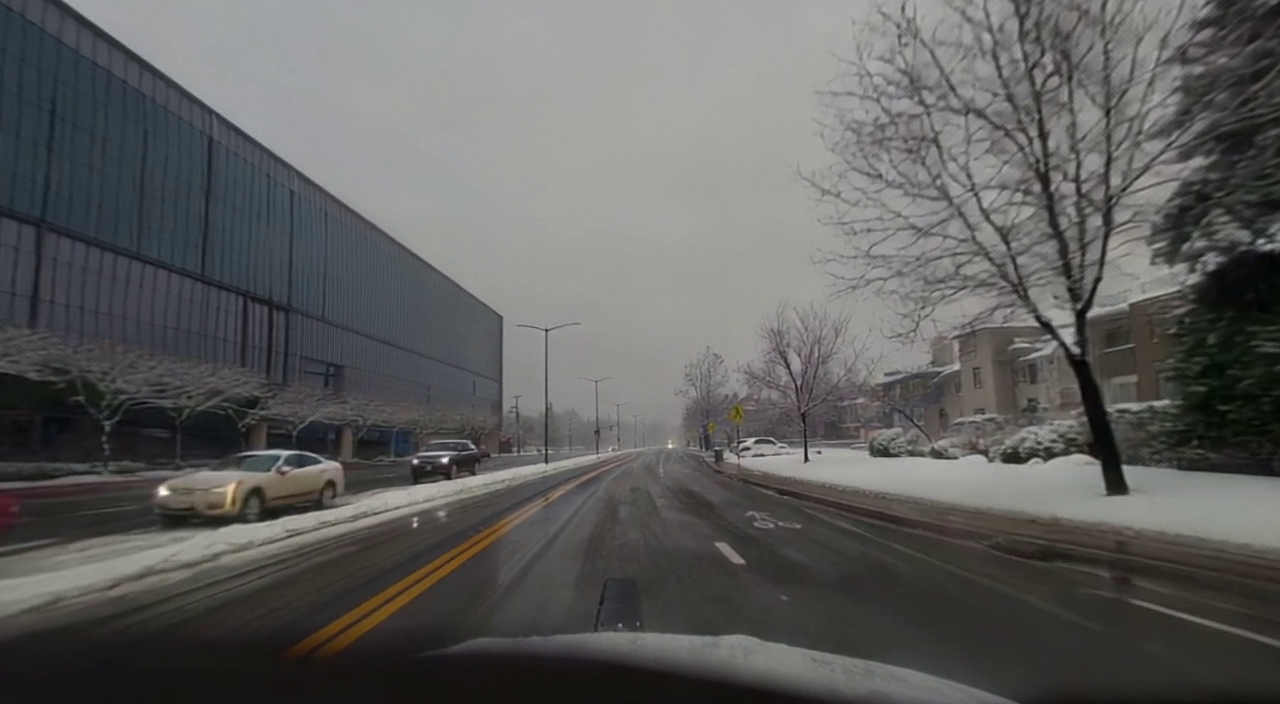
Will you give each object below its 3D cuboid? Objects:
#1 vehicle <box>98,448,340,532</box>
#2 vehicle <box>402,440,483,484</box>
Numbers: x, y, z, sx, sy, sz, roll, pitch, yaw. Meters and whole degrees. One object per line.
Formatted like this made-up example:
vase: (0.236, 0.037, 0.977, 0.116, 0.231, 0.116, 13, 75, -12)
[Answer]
vehicle: (-8.687, 2.835, 13.734, 1.983, 1.486, 4.707, 0, -8, 0)
vehicle: (-8.521, 4.783, 27.755, 1.988, 1.755, 4.568, 0, -9, 1)
